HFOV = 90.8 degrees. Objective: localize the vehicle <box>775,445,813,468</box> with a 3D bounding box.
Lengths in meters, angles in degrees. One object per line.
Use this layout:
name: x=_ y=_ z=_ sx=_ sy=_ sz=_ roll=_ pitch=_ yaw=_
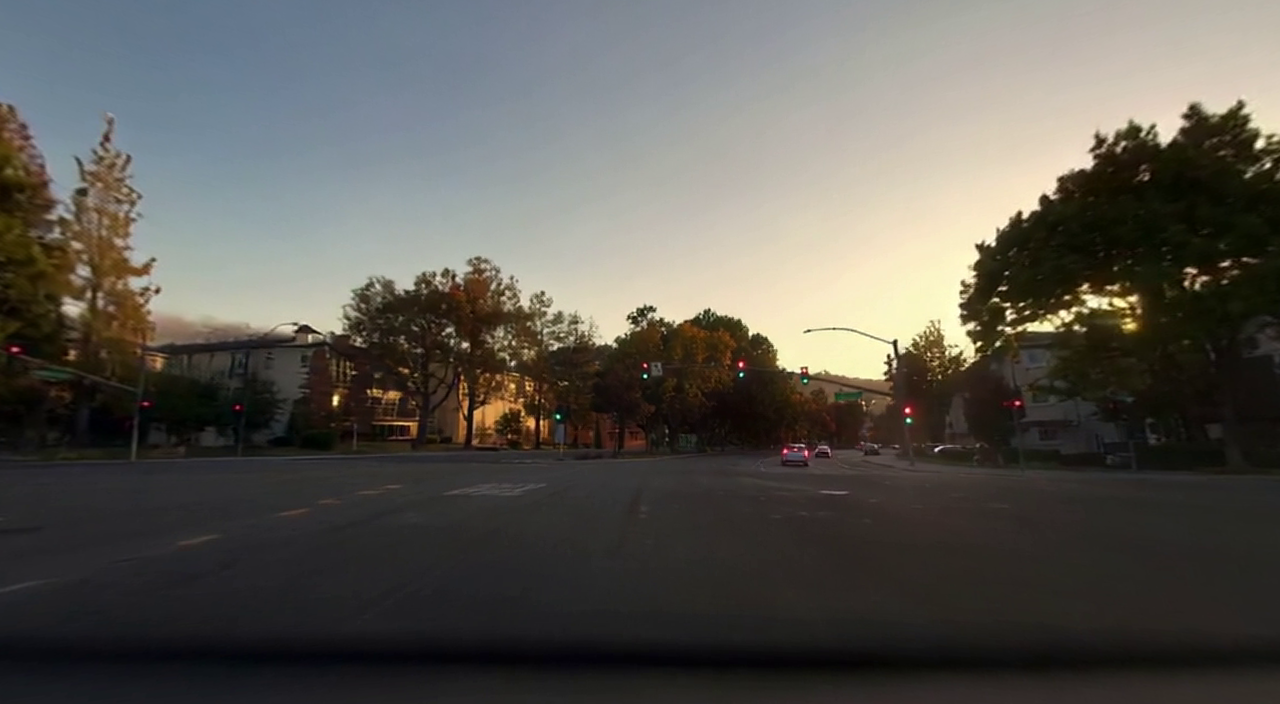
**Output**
vehicle: x=10.339 y=7.003 z=42.722 sx=1.988 sy=1.460 sz=3.996 roll=-1 pitch=-9 yaw=7
